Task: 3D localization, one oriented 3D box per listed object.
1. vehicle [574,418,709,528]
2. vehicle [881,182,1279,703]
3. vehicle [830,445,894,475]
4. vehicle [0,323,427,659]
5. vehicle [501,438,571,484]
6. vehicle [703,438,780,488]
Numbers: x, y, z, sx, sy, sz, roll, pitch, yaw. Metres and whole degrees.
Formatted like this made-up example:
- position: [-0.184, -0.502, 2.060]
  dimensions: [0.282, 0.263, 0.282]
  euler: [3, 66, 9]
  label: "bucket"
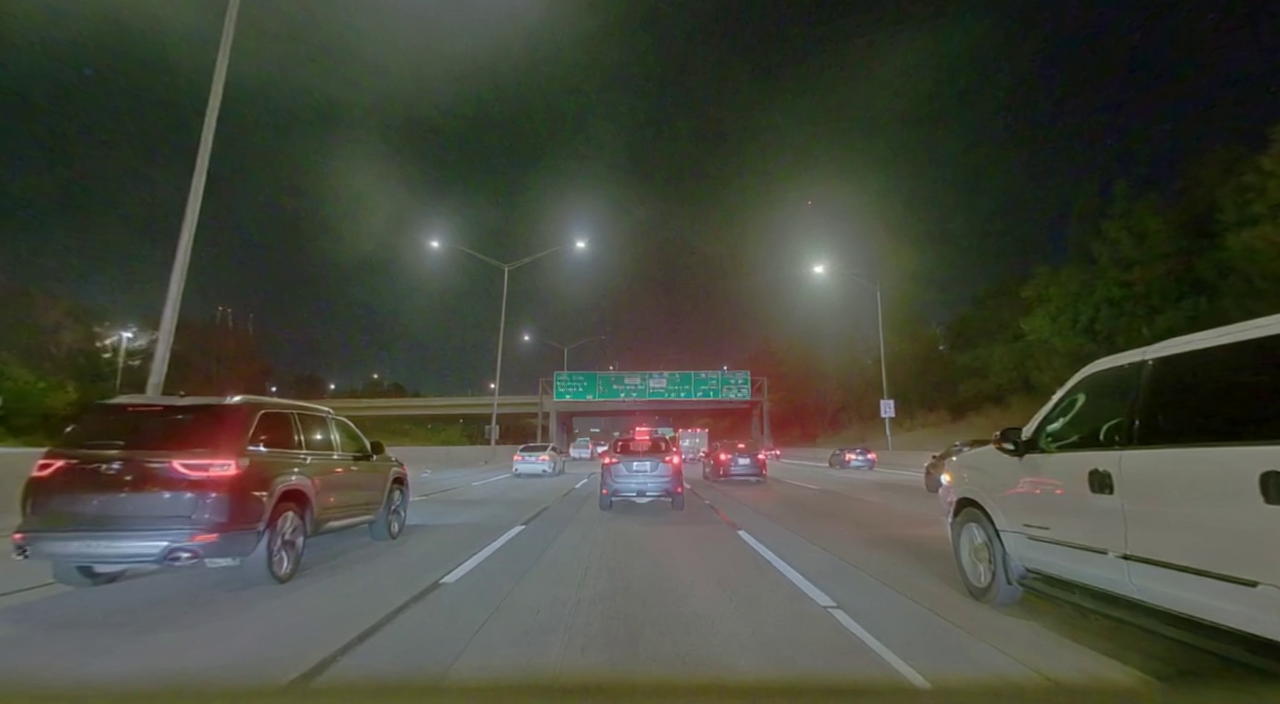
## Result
- position: [0.048, 2.287, 12.406]
  dimensions: [2.181, 1.756, 4.167]
  euler: [0, -9, 1]
  label: "vehicle"
- position: [3.473, 0.680, 3.315]
  dimensions: [2.300, 2.242, 5.327]
  euler: [0, -9, 0]
  label: "vehicle"
- position: [12.379, 6.032, 35.372]
  dimensions: [1.797, 1.557, 4.653]
  euler: [1, -9, -1]
  label: "vehicle"
- position: [-4.568, 1.300, 7.036]
  dimensions: [2.212, 2.101, 6.052]
  euler: [0, -9, 0]
  label: "vehicle"
- position: [-4.088, 4.365, 25.496]
  dimensions: [1.982, 1.655, 4.604]
  euler: [0, -9, 1]
  label: "vehicle"
- position: [3.598, 4.029, 23.186]
  dimensions: [2.022, 1.633, 4.651]
  euler: [1, -9, -1]
  label: "vehicle"
